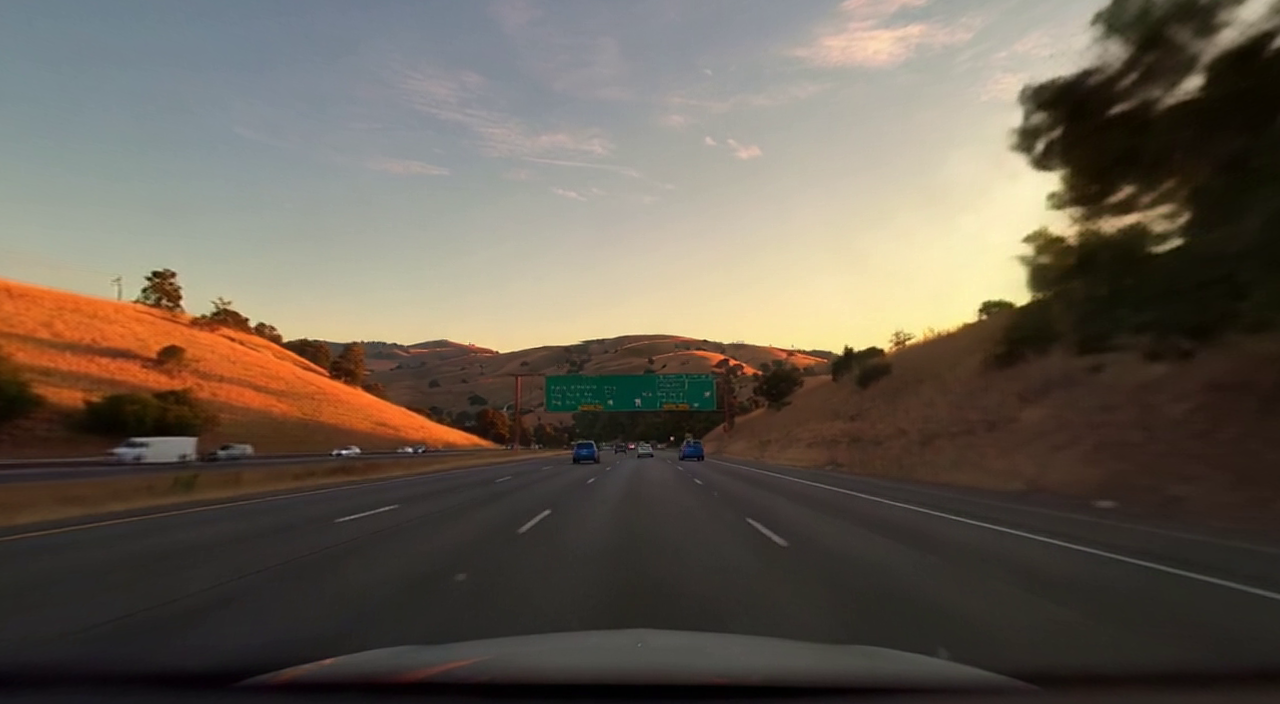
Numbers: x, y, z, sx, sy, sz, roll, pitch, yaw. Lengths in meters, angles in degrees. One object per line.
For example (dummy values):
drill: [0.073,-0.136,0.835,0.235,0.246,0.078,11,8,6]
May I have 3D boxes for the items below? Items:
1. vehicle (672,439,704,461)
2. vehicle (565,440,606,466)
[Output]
vehicle: [3.755,7.747,49.966,2.168,1.681,4.279,0,-8,-1]
vehicle: [-3.438,6.524,40.785,2.159,1.562,4.441,0,-8,1]
